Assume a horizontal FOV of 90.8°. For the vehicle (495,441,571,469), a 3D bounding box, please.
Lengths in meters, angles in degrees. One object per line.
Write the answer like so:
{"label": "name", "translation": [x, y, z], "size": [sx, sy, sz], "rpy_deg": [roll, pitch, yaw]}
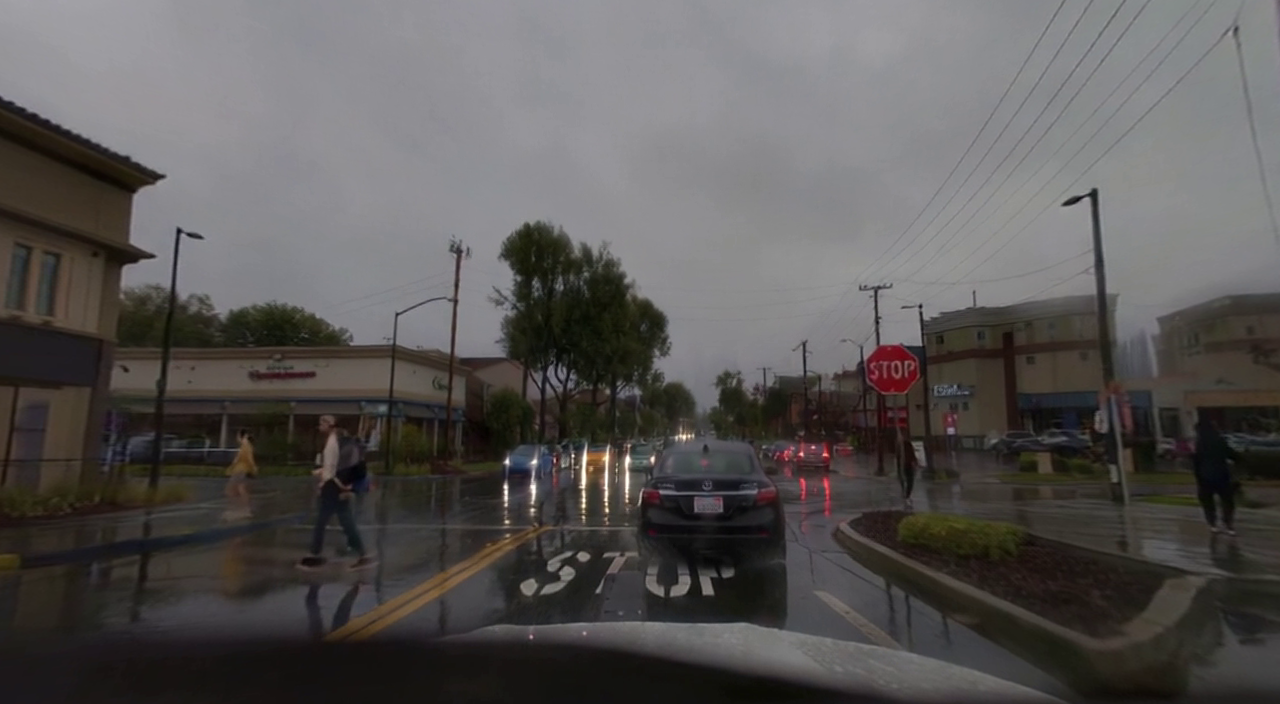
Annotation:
{"label": "vehicle", "translation": [-7.006, 6.747, 41.465], "size": [4.529, 1.682, 1.895], "rpy_deg": [6, -11, -37]}

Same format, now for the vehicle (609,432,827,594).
{"label": "vehicle", "translation": [0.899, 1.813, 7.984], "size": [2.031, 1.479, 3.969], "rpy_deg": [-1, -9, 5]}
